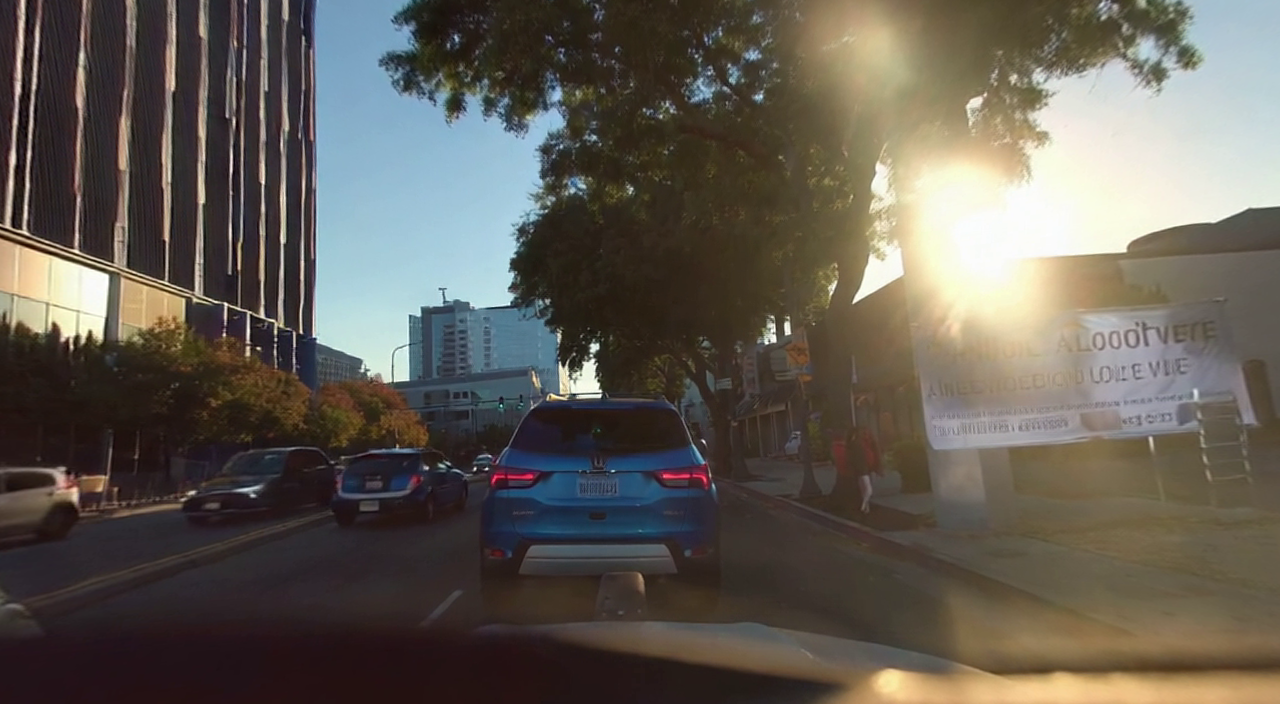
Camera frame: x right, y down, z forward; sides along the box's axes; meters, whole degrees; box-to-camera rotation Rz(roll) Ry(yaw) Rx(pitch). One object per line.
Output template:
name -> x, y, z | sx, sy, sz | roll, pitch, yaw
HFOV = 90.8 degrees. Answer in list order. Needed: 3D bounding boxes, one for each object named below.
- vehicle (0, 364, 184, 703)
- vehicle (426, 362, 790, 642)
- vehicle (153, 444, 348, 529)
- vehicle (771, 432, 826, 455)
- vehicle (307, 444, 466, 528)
vehicle -> -3.224, 0.684, 0.892 | 1.971, 1.658, 4.428 | 0, -8, -3
vehicle -> -0.334, 1.353, 6.701 | 2.531, 1.930, 4.382 | 0, -8, -3
vehicle -> -8.949, 3.060, 15.072 | 1.937, 1.681, 4.297 | 0, -8, -1
vehicle -> 10.338, 5.970, 41.010 | 1.877, 1.416, 3.965 | -8, -12, 39
vehicle -> -5.102, 2.702, 13.460 | 1.876, 1.448, 4.464 | 0, -8, -5
